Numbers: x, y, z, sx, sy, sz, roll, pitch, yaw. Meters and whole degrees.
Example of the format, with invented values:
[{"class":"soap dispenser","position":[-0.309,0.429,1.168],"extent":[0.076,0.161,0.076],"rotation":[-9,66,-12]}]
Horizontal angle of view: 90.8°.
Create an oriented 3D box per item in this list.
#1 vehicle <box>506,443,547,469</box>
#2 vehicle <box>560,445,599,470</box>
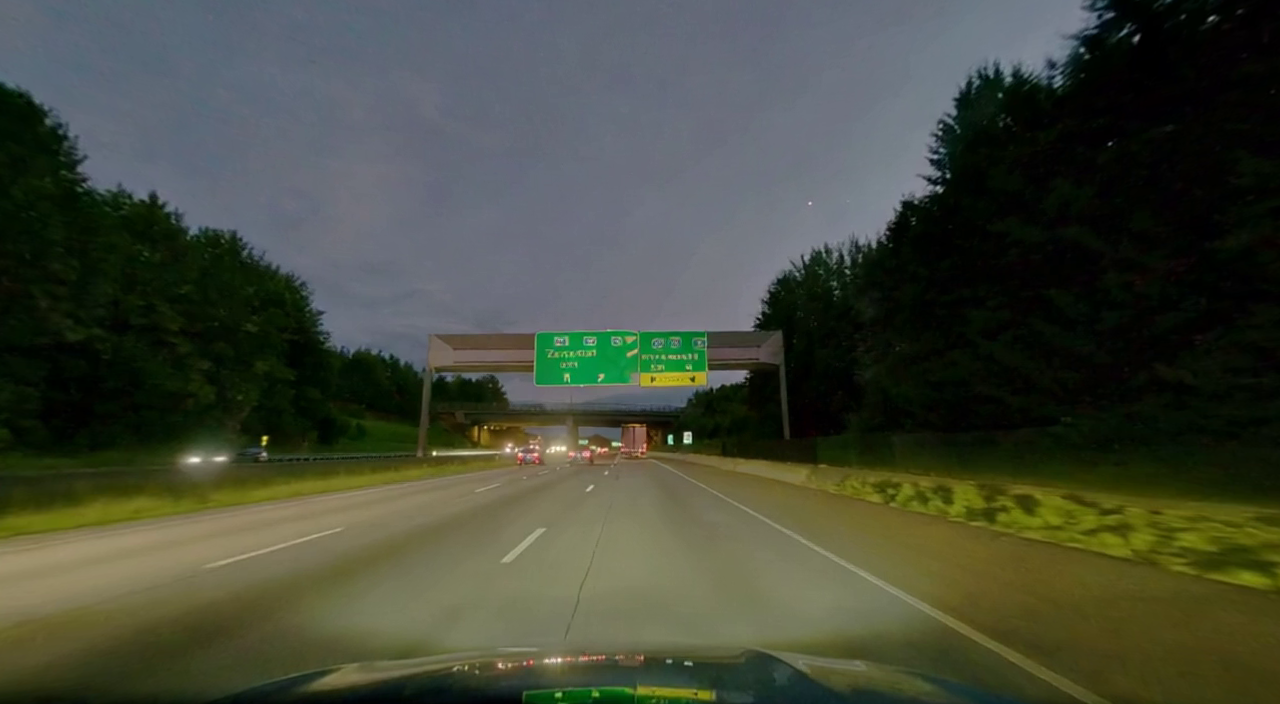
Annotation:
[{"class":"vehicle","position":[-7.447,6.843,41.760],"extent":[2.014,1.633,4.090],"rotation":[0,-9,0]},{"class":"vehicle","position":[-3.739,6.610,39.596],"extent":[2.073,1.472,4.091],"rotation":[0,-9,-1]}]
